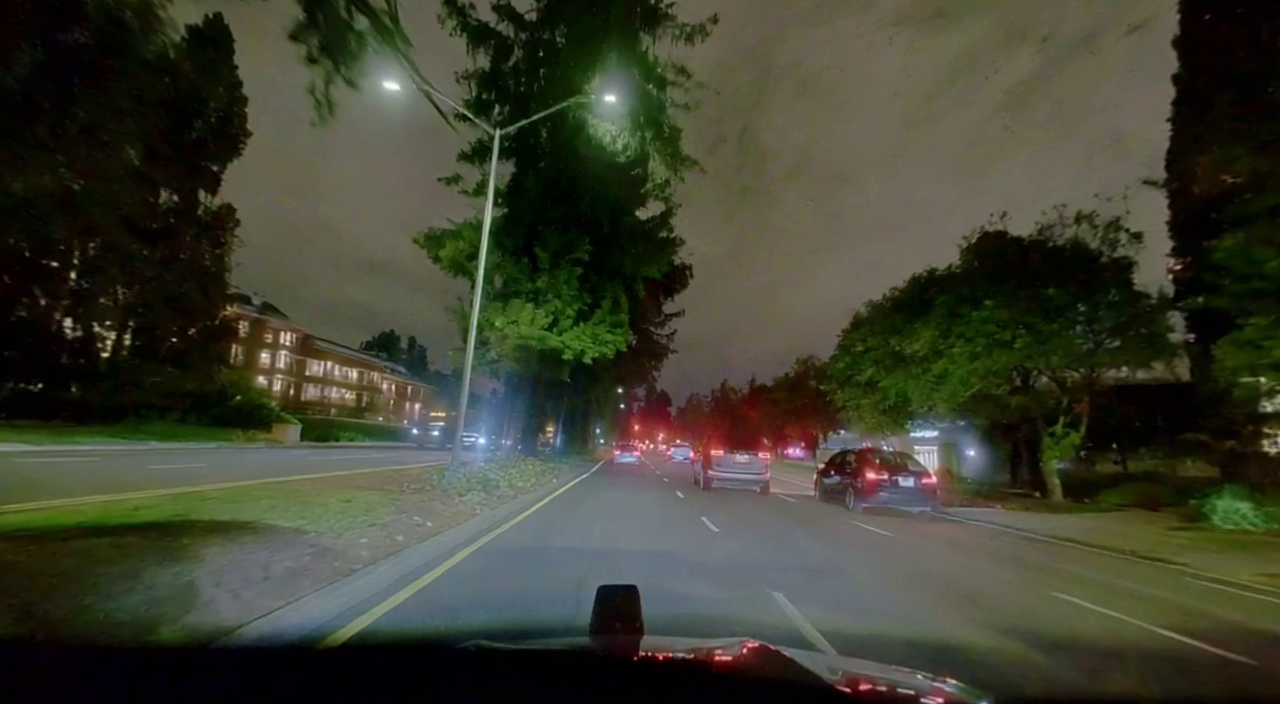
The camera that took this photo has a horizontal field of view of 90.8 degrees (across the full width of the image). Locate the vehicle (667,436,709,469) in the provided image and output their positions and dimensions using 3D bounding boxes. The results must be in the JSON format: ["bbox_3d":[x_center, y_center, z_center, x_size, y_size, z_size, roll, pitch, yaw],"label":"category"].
[{"bbox_3d":[2.634,5.636,35.435,1.922,1.708,4.126,0,-8,-2],"label":"vehicle"}]

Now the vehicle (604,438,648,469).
[{"bbox_3d":[-0.700,5.107,31.983,2.119,1.460,3.847,0,-8,-1],"label":"vehicle"}]

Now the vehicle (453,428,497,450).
[{"bbox_3d":[-12.002,6.394,46.238,1.857,1.501,4.575,0,-9,1],"label":"vehicle"}]

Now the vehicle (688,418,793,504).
[{"bbox_3d":[2.667,3.006,17.754,2.035,1.940,4.299,4,-9,-2],"label":"vehicle"}]

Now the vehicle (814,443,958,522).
[{"bbox_3d":[6.259,3.312,16.687,1.913,1.777,4.269,1,-8,-2],"label":"vehicle"}]
